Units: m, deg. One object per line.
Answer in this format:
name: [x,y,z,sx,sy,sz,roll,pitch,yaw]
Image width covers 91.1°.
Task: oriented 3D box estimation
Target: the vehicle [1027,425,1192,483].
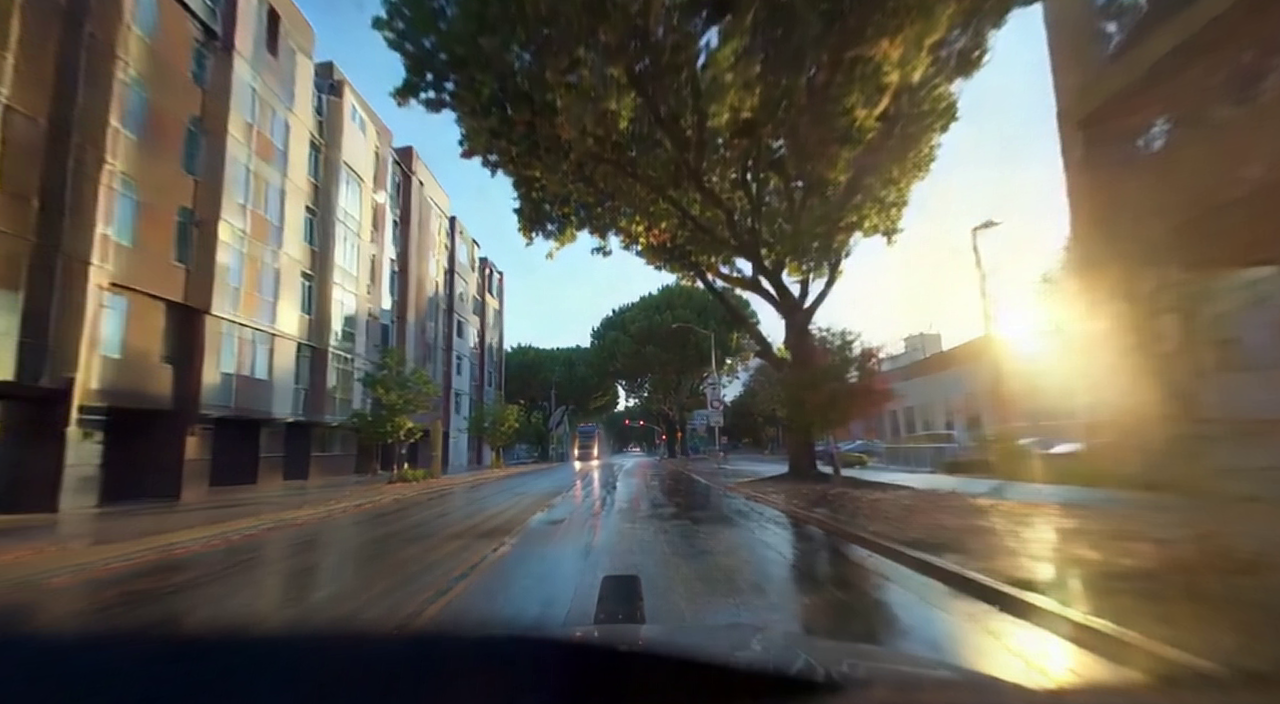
vehicle: [14.491,3.143,19.575,3.627,1.567,1.774,-2,-7,1]
